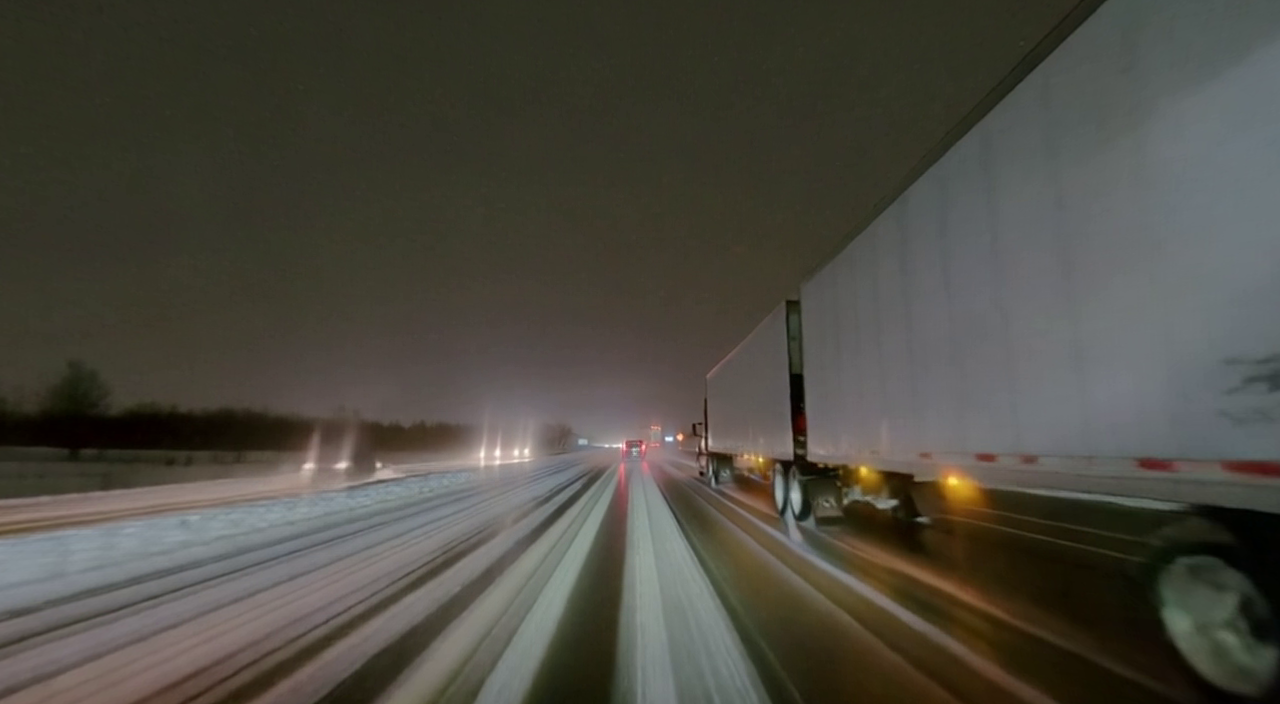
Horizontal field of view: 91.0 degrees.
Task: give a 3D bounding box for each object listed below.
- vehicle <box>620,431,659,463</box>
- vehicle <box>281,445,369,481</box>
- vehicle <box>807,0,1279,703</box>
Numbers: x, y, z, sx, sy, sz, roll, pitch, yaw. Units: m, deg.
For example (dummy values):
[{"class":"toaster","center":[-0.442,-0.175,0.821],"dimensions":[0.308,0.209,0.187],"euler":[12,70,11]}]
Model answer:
[{"class":"vehicle","center":[-0.095,6.424,42.547],"dimensions":[2.456,2.007,4.728],"euler":[0,-8,-1]},{"class":"vehicle","center":[-15.240,5.362,30.767],"dimensions":[1.969,1.532,4.531],"euler":[0,-8,0]},{"class":"vehicle","center":[3.891,-0.012,4.426],"dimensions":[2.967,3.961,8.660],"euler":[-1,-8,0]}]
